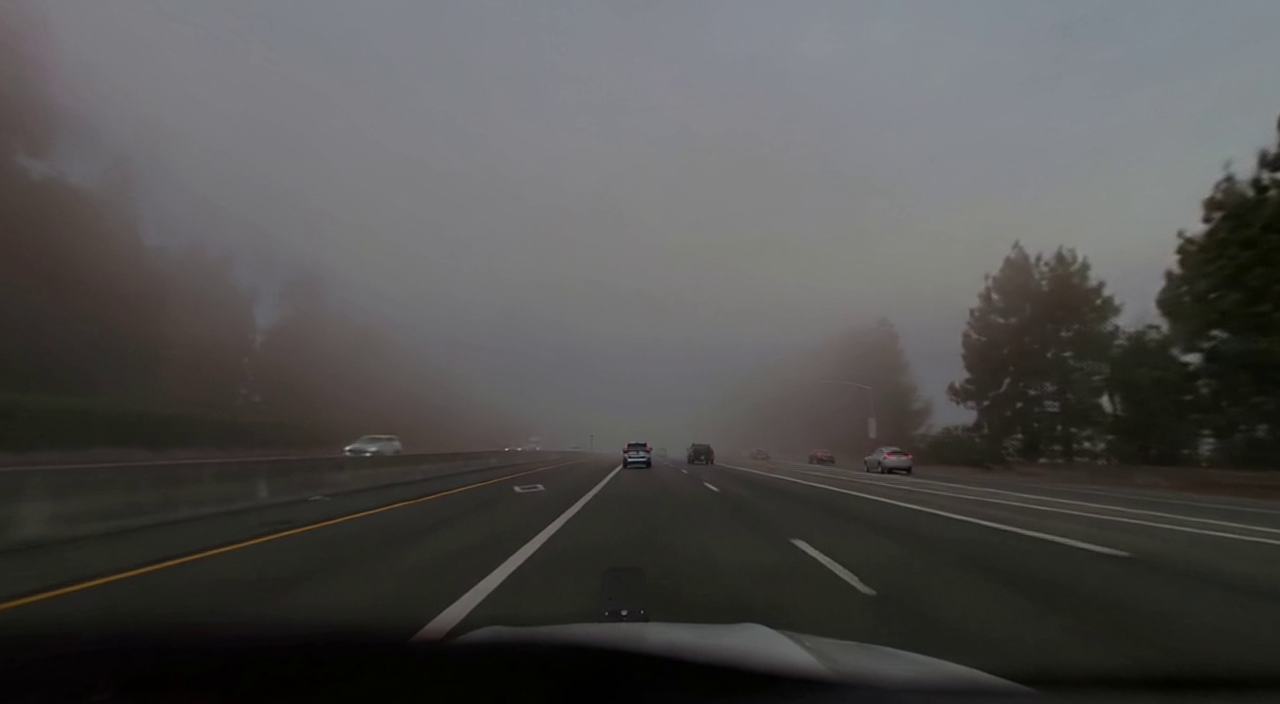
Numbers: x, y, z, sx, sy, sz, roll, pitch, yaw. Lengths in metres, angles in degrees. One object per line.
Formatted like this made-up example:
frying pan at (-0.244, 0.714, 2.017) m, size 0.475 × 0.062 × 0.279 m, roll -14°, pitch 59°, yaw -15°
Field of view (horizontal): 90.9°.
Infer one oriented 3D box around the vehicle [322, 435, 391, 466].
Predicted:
vehicle at (-17.981, 6.258, 40.263) m, size 2.130 × 1.820 × 4.797 m, roll 0°, pitch -9°, yaw 0°

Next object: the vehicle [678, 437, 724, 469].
vehicle at (4.038, 6.854, 43.105) m, size 2.505 × 2.020 × 5.532 m, roll 0°, pitch -9°, yaw -1°

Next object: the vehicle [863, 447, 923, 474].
vehicle at (14.996, 6.415, 37.634) m, size 1.872 × 1.459 × 4.502 m, roll 0°, pitch -9°, yaw 2°

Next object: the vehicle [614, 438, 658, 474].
vehicle at (-0.182, 5.369, 32.707) m, size 2.105 × 1.711 × 4.293 m, roll 0°, pitch -8°, yaw 0°
